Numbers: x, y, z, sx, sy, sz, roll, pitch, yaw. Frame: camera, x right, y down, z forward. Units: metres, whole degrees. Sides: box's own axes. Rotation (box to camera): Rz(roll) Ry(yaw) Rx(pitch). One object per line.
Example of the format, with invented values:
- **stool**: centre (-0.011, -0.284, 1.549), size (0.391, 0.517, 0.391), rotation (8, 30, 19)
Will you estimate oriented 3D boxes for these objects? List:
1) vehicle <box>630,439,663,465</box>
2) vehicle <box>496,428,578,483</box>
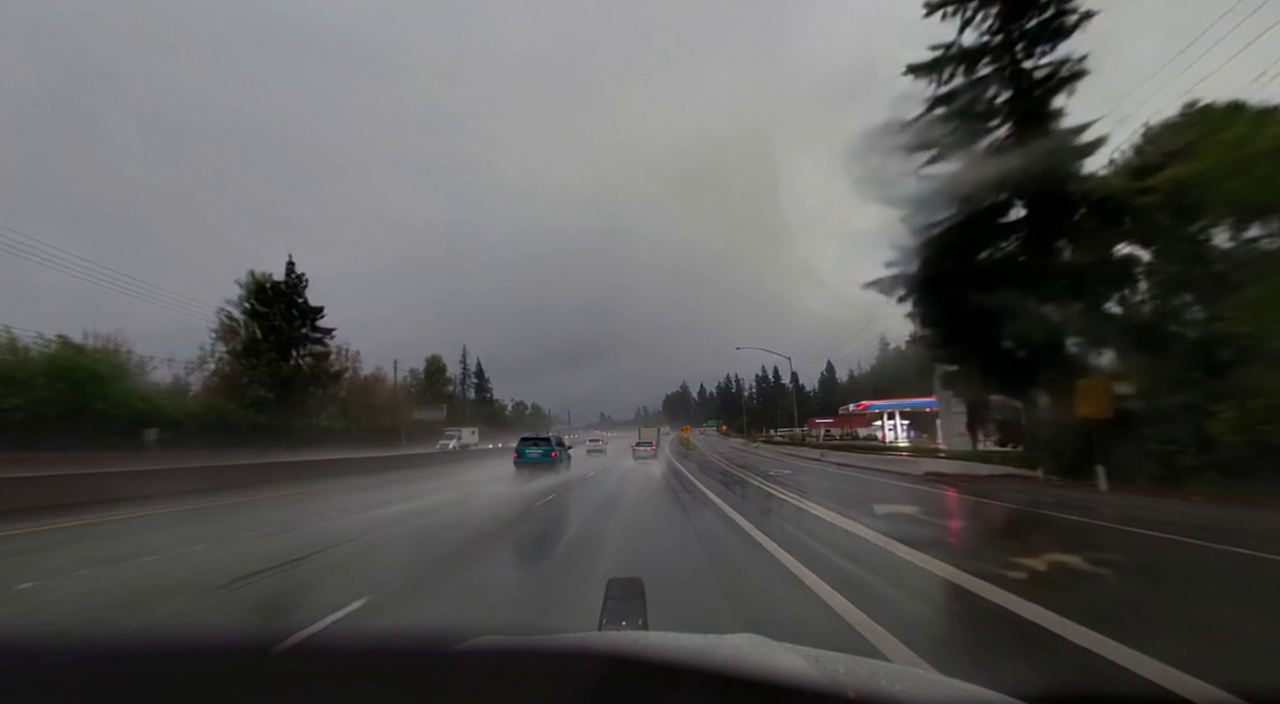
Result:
- **vehicle**: centre (0.349, 6.220, 39.508), size (1.982, 1.524, 3.800), rotation (0, -8, -1)
- **vehicle**: centre (-3.827, 3.930, 24.256), size (2.273, 1.884, 4.515), rotation (0, -8, 1)
